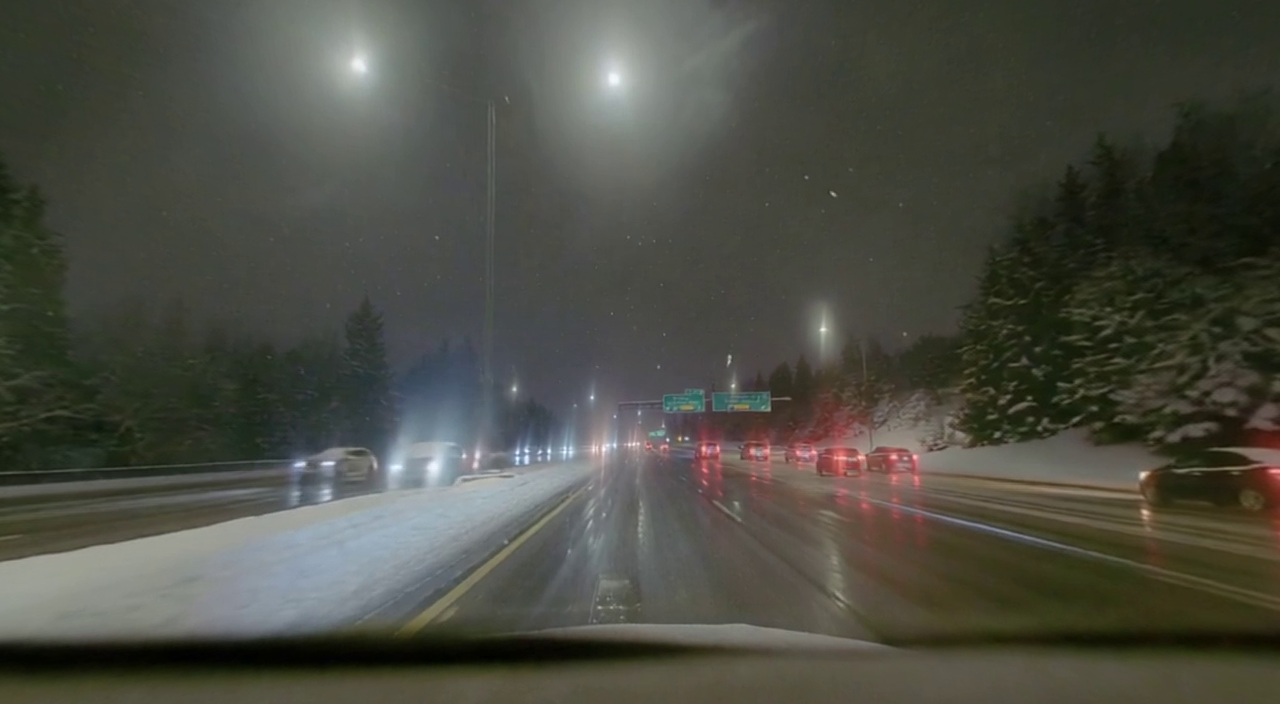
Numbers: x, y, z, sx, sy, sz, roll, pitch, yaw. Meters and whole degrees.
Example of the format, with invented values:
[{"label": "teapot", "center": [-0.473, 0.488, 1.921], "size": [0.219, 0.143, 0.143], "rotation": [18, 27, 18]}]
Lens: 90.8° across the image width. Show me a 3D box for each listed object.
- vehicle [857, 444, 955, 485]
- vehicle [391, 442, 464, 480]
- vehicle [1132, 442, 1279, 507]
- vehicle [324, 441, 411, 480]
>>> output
[{"label": "vehicle", "center": [10.000, 4.242, 24.121], "size": [1.836, 1.418, 4.132], "rotation": [0, -9, -1]}, {"label": "vehicle", "center": [-7.833, 4.019, 23.586], "size": [1.568, 1.263, 3.387], "rotation": [0, -8, 0]}, {"label": "vehicle", "center": [15.684, 3.099, 16.472], "size": [1.915, 1.479, 4.691], "rotation": [0, -9, 0]}, {"label": "vehicle", "center": [-12.004, 4.771, 28.168], "size": [1.907, 1.537, 4.550], "rotation": [0, -8, -1]}]
